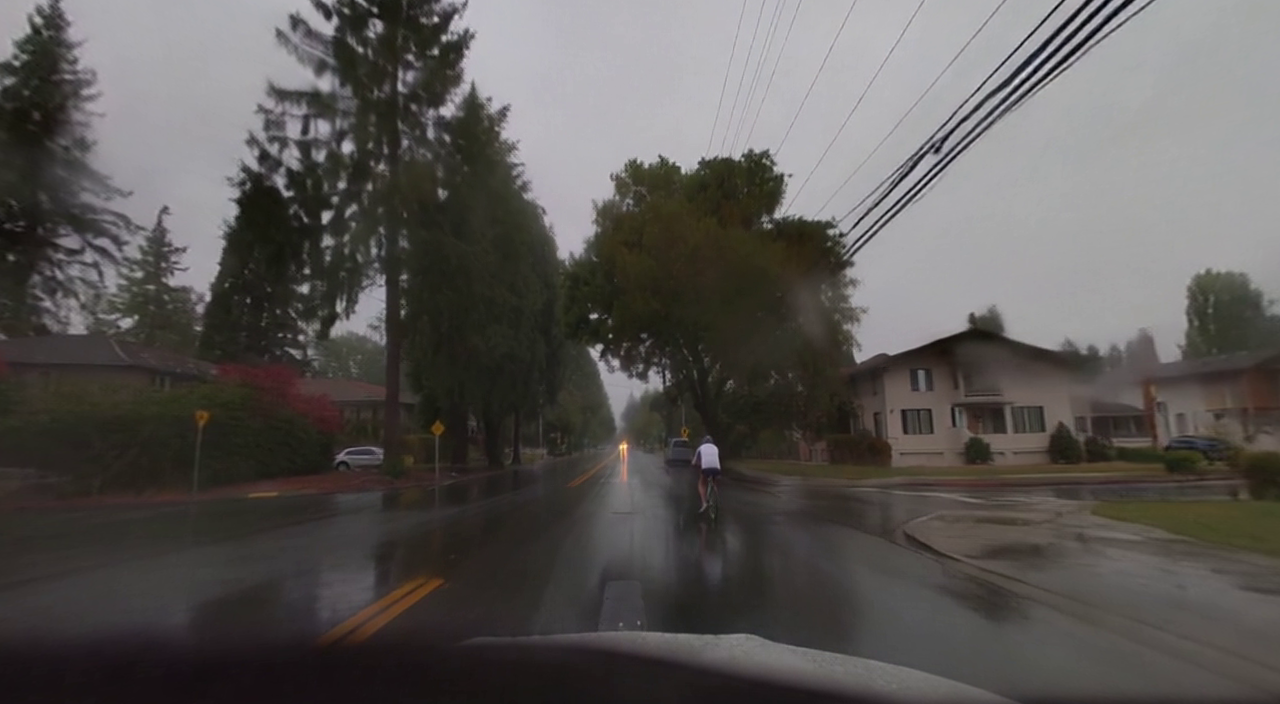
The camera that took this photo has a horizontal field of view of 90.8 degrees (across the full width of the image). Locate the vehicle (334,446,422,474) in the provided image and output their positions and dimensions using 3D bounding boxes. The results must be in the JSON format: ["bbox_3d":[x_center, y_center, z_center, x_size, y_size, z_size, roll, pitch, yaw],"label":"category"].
[{"bbox_3d":[-14.657,6.034,35.500,4.143,1.480,1.755,0,-8,-2],"label":"vehicle"}]
